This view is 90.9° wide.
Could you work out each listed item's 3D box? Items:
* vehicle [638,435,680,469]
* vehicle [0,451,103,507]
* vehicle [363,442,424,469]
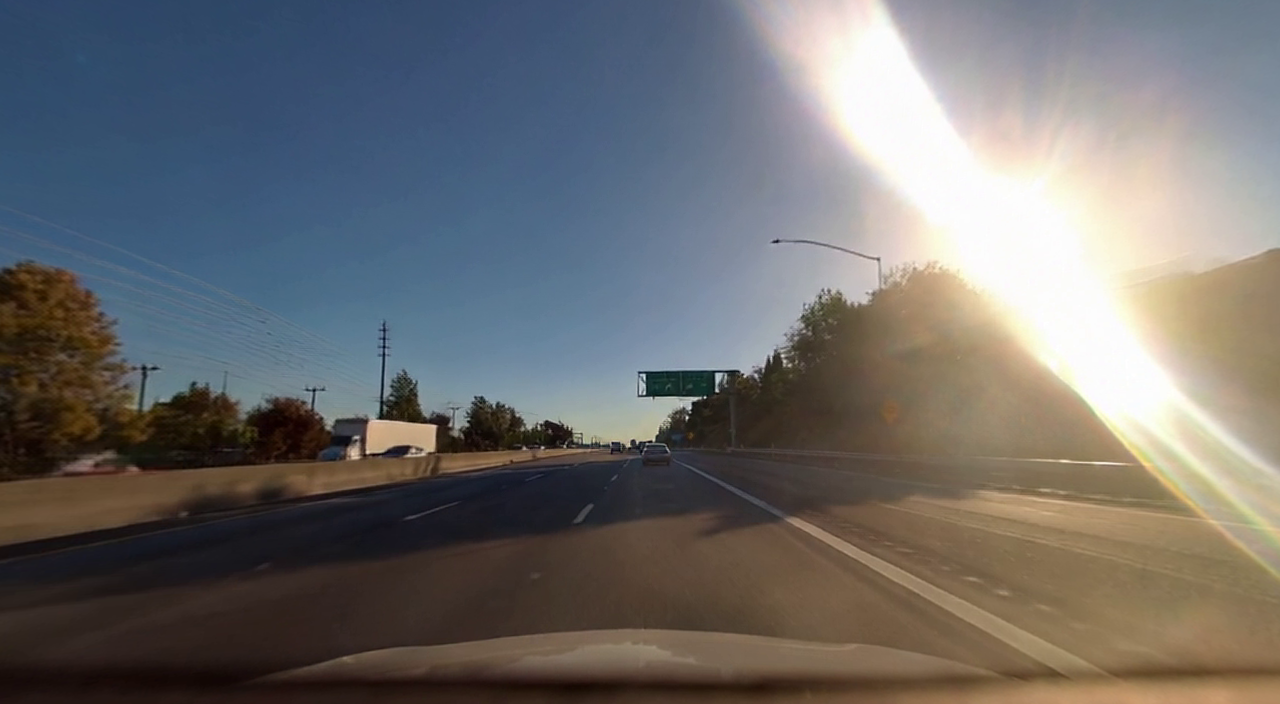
[{"bbox_3d":[1.036,5.698,36.059,2.260,1.766,4.348,0,-8,0],"label":"vehicle"},{"bbox_3d":[-21.178,4.245,21.358,2.074,1.726,4.377,0,-8,0],"label":"vehicle"},{"bbox_3d":[-17.338,7.262,44.670,2.064,1.785,5.368,0,-8,1],"label":"vehicle"}]
